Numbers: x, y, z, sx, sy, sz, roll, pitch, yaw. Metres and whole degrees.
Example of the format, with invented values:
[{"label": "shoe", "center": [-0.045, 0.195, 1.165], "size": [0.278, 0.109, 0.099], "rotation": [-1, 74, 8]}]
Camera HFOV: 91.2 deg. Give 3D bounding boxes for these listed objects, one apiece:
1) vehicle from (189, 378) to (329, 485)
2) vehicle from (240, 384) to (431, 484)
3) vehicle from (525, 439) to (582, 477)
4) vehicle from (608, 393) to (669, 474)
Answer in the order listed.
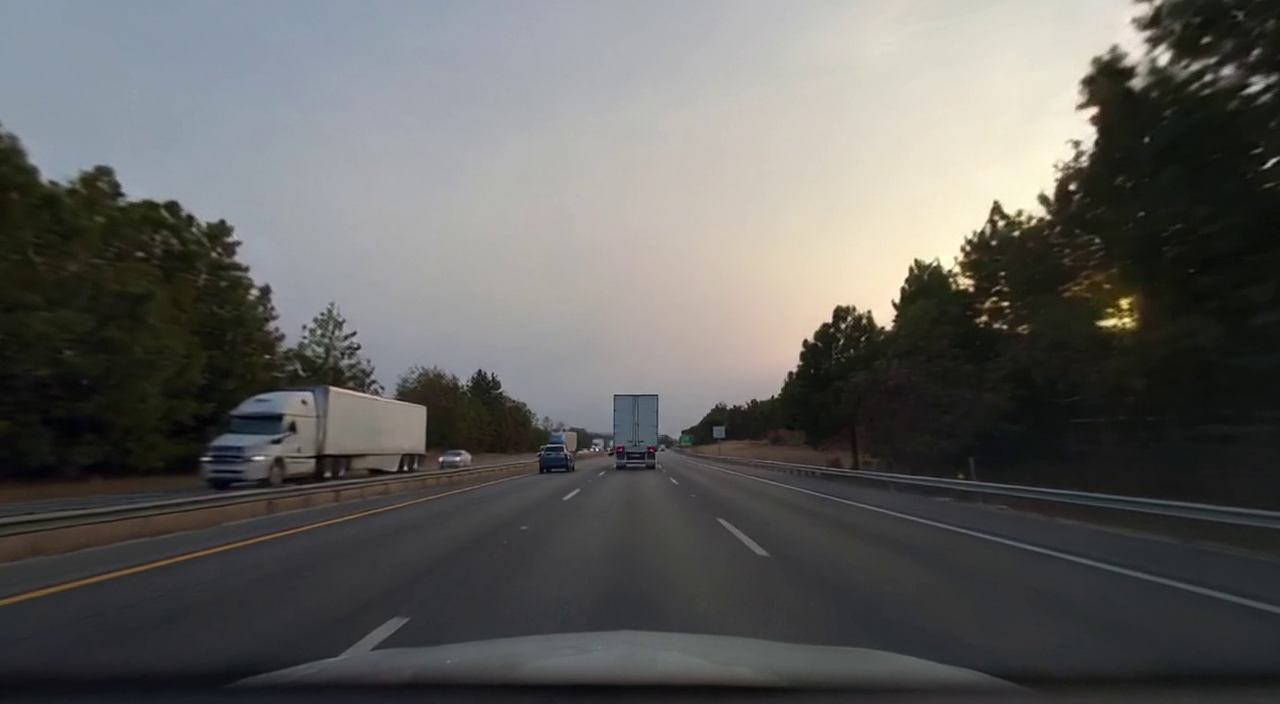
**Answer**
[{"label": "vehicle", "center": [-14.909, 3.197, 24.928], "size": [2.869, 3.906, 3.898], "rotation": [0, -9, 0]}, {"label": "vehicle", "center": [-14.938, 4.476, 33.011], "size": [2.929, 4.123, 14.002], "rotation": [0, -9, 1]}, {"label": "vehicle", "center": [-4.030, 5.016, 29.757], "size": [2.112, 1.645, 4.129], "rotation": [0, -9, 0]}, {"label": "vehicle", "center": [-0.106, 4.949, 37.132], "size": [3.100, 4.091, 10.664], "rotation": [0, -9, 0]}]
